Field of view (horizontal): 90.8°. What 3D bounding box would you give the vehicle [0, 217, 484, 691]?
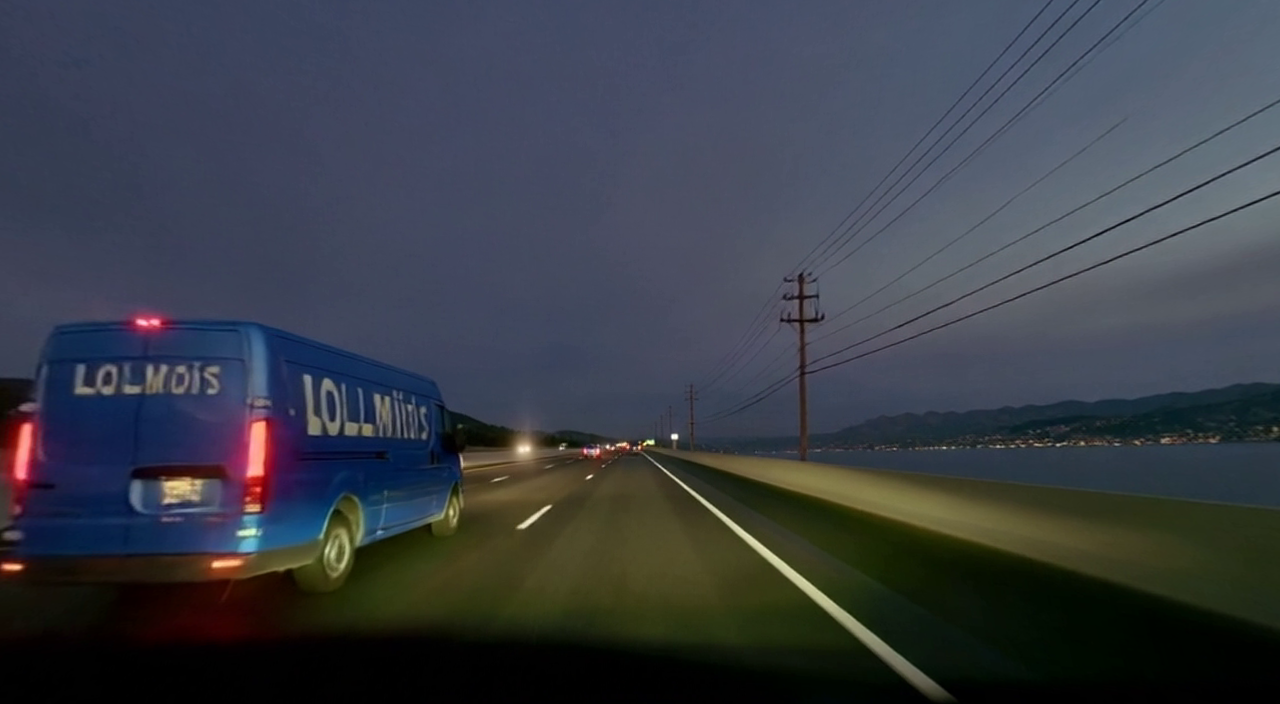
[{"bbox_3d":[-3.729,1.004,6.978,2.331,2.757,6.581,0,-8,0],"label":"vehicle"}]
